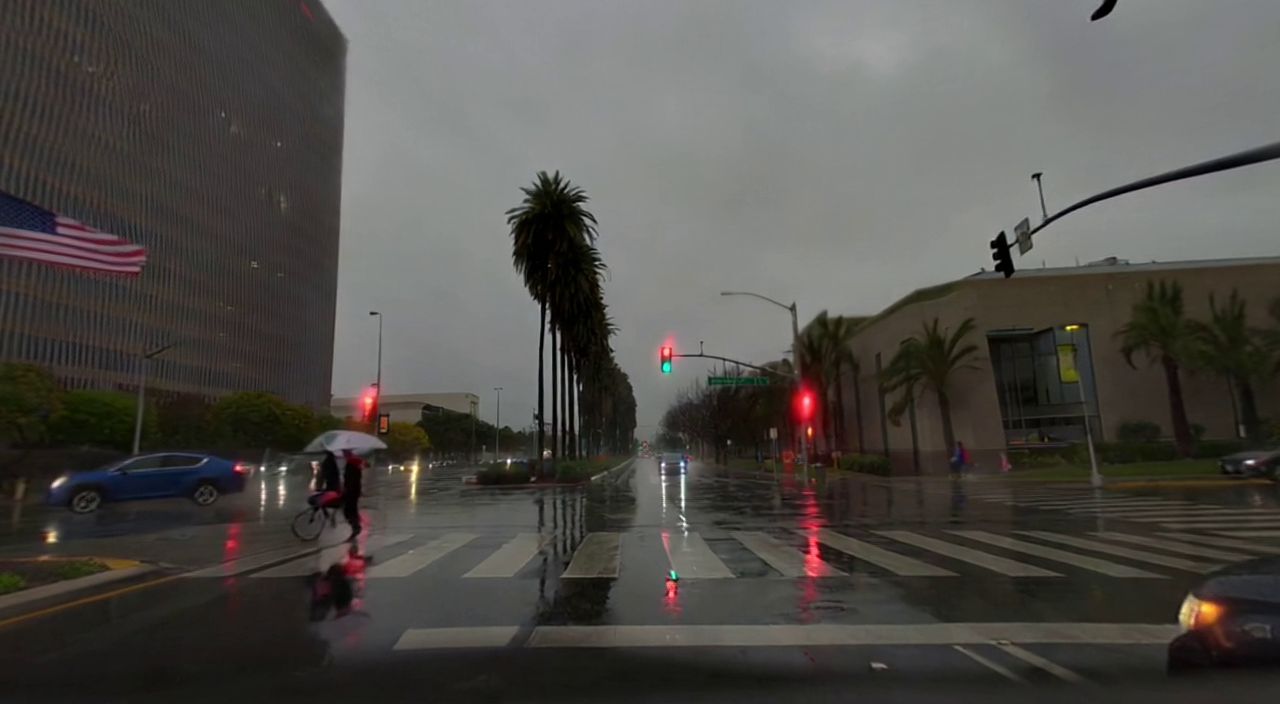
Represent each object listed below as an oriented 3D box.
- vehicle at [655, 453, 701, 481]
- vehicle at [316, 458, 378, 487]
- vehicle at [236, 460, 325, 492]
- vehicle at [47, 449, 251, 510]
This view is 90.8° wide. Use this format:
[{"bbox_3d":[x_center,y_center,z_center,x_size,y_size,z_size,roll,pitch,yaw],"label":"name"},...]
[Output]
[{"bbox_3d":[2.217,6.889,38.119,2.000,1.525,4.273,1,-8,-6],"label":"vehicle"},{"bbox_3d":[-20.089,8.248,43.499,2.043,1.745,4.420,0,-8,1],"label":"vehicle"},{"bbox_3d":[-19.940,6.898,35.341,2.069,1.540,4.774,0,-8,1],"label":"vehicle"},{"bbox_3d":[-14.497,3.742,19.055,4.499,1.594,1.898,4,-10,-28],"label":"vehicle"}]
